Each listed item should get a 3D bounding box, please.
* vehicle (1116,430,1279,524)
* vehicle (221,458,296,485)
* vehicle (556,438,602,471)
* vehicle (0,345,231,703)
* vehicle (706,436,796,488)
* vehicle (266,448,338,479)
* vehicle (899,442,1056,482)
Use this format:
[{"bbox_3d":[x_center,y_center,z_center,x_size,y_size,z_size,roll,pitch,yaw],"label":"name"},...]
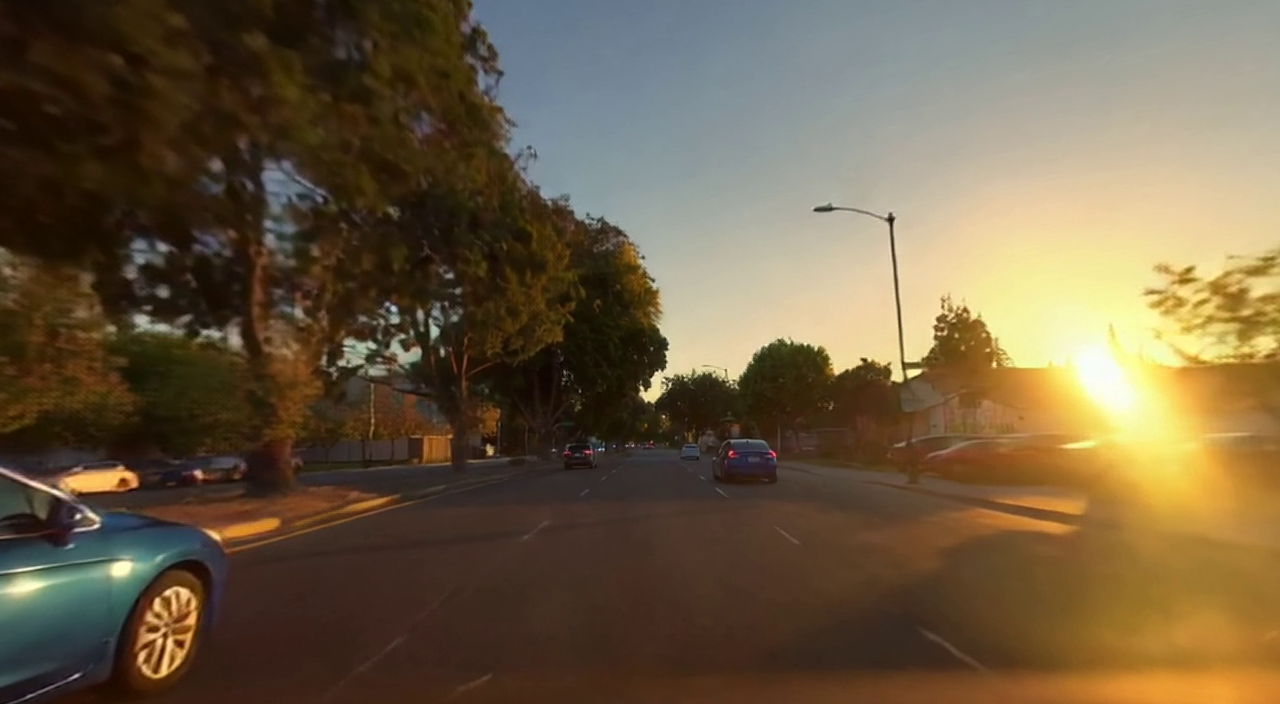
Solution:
[{"bbox_3d":[12.831,2.437,12.794,4.647,1.662,2.134,-1,-7,-3],"label":"vehicle"},{"bbox_3d":[-21.806,6.811,36.179,1.838,1.351,3.904,-1,-8,0],"label":"vehicle"},{"bbox_3d":[-3.210,5.505,34.109,2.113,1.626,4.129,0,-8,-1],"label":"vehicle"},{"bbox_3d":[-3.605,0.699,1.518,2.023,1.720,4.741,-1,-8,0],"label":"vehicle"},{"bbox_3d":[3.459,3.527,20.494,2.083,1.474,4.360,0,-8,0],"label":"vehicle"},{"bbox_3d":[-22.033,7.266,41.299,2.203,1.857,4.581,0,-8,-1],"label":"vehicle"},{"bbox_3d":[12.621,4.125,23.798,4.757,1.327,2.062,0,-7,-1],"label":"vehicle"}]
